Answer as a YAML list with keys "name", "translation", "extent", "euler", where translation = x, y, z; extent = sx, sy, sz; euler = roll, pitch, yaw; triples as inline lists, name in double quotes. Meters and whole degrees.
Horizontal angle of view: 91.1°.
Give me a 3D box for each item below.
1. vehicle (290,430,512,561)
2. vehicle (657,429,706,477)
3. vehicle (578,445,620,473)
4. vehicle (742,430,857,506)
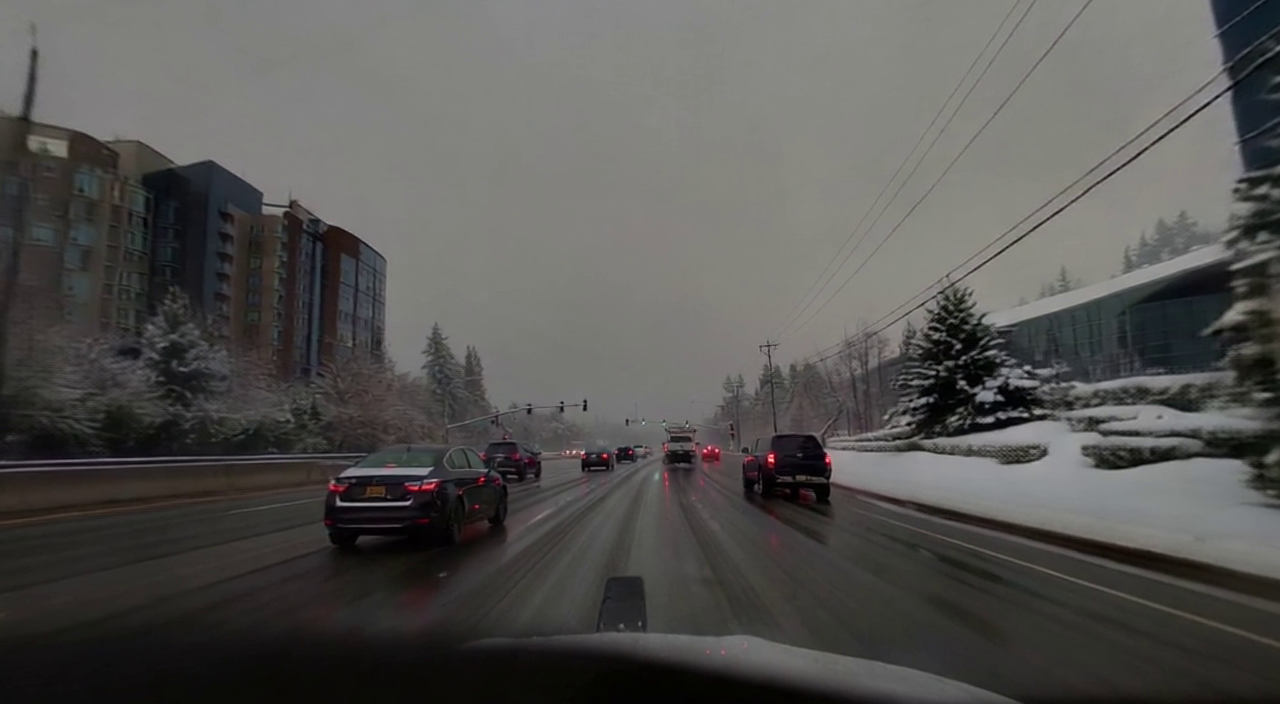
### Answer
- name: "vehicle"
  translation: [-3.454, 2.119, 9.969]
  extent: [1.934, 1.643, 3.718]
  euler: [0, -8, 2]
- name: "vehicle"
  translation: [2.414, 5.656, 35.450]
  extent: [2.457, 2.440, 5.486]
  euler: [-1, -9, 7]
- name: "vehicle"
  translation: [-2.404, 6.408, 37.872]
  extent: [1.984, 1.567, 4.311]
  euler: [0, -8, 4]
- name: "vehicle"
  translation: [4.447, 3.307, 18.358]
  extent: [2.283, 1.923, 4.427]
  euler: [0, -8, 1]
